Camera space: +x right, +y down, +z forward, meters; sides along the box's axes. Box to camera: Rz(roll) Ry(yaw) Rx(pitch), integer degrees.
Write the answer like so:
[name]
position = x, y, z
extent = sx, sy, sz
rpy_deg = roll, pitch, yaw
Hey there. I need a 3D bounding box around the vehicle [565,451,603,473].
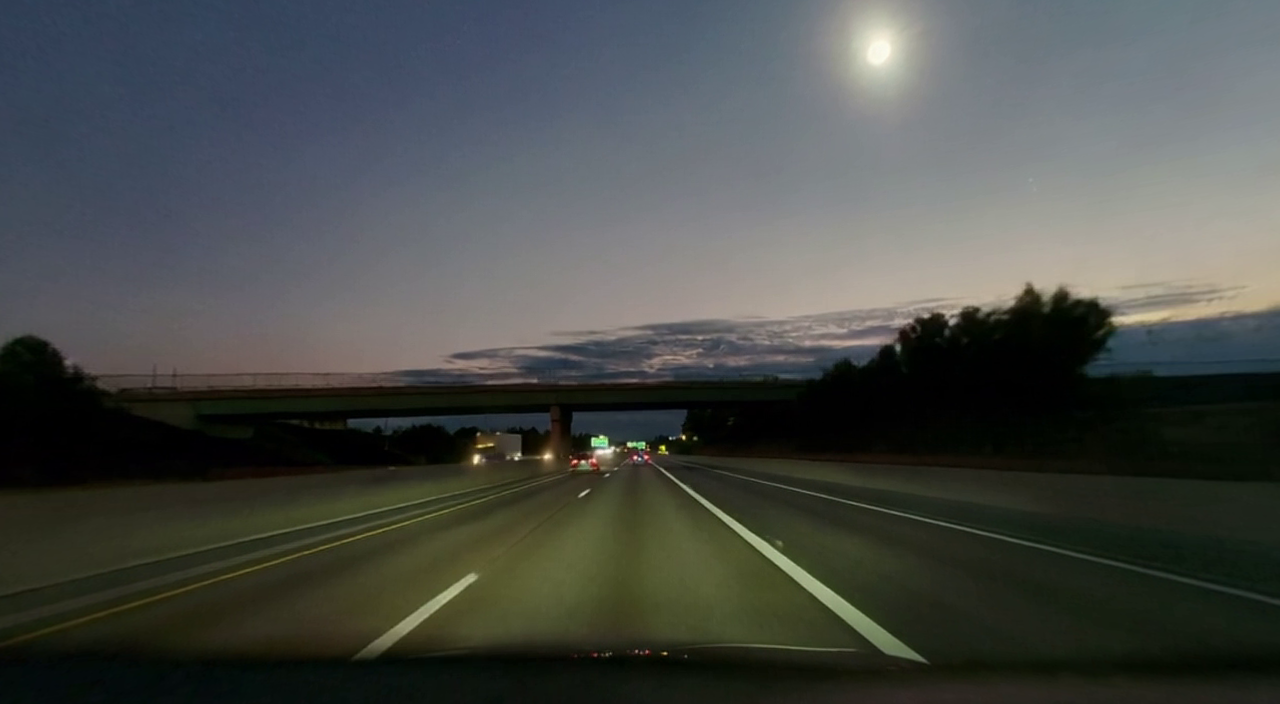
[vehicle]
position = -3.858, 7.642, 44.053
extent = 2.293, 1.462, 4.452
rpy_deg = 0, -9, 0
